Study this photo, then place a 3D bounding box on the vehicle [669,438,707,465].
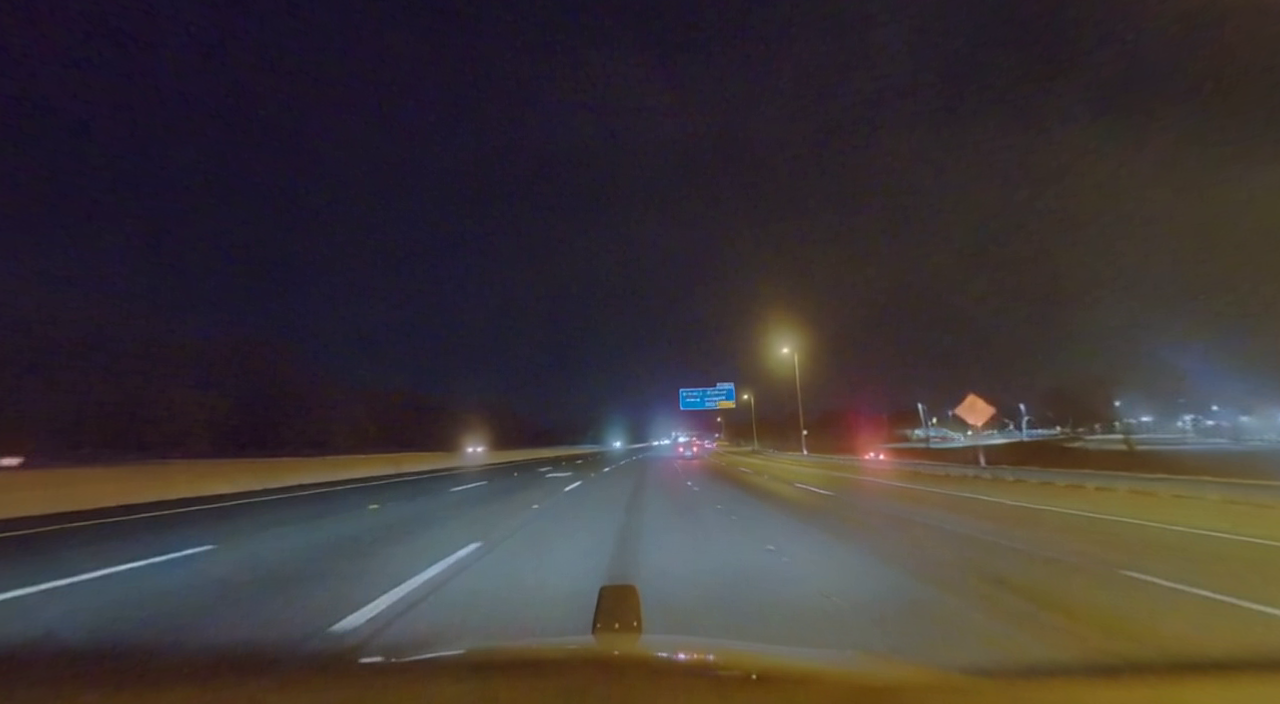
[{"bbox_3d":[3.231,6.828,43.447,2.224,1.738,4.376,0,-8,0],"label":"vehicle"}]
